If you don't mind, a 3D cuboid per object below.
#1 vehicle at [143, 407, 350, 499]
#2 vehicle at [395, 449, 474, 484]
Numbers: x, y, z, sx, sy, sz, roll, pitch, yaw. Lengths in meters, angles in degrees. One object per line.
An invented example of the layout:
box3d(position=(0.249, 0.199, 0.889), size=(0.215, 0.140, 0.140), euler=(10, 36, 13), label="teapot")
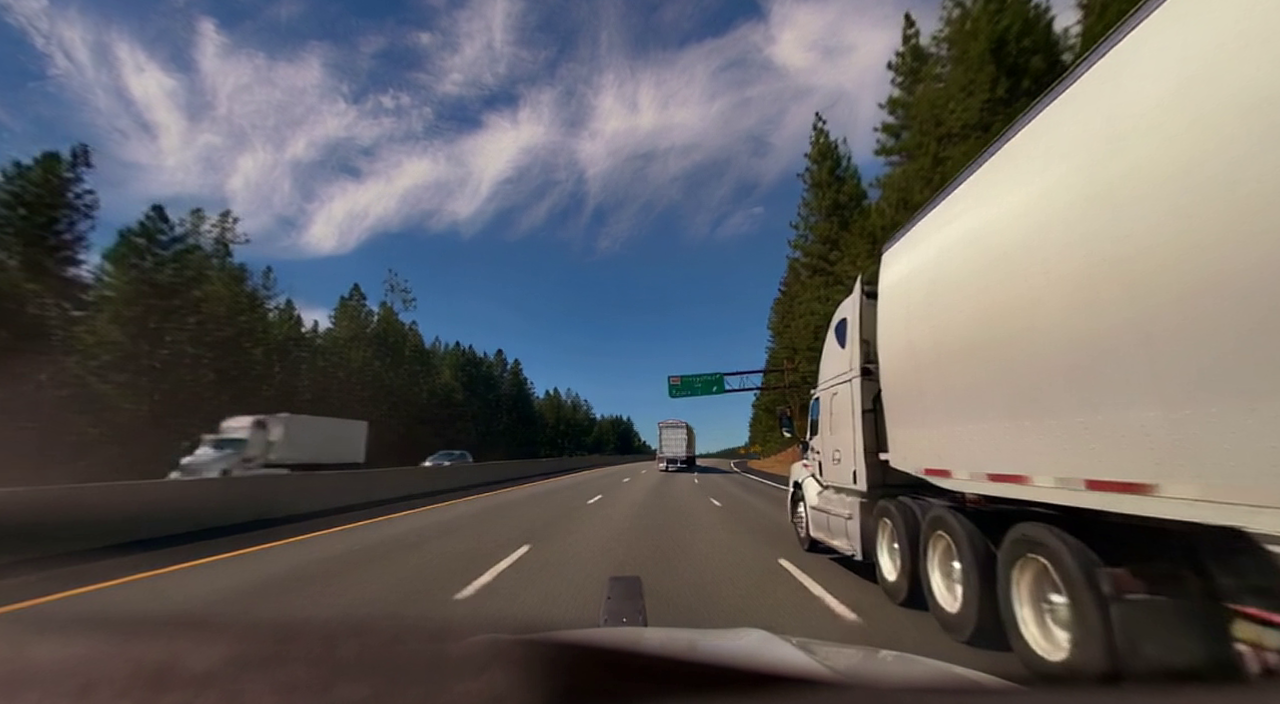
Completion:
box3d(position=(-16.562, 4.368, 27.728), size=(2.948, 3.367, 8.832), euler=(-1, -8, 4), label="vehicle")
box3d(position=(-11.833, 6.595, 36.832), size=(2.329, 1.801, 5.827), euler=(-1, -8, 3), label="vehicle")
